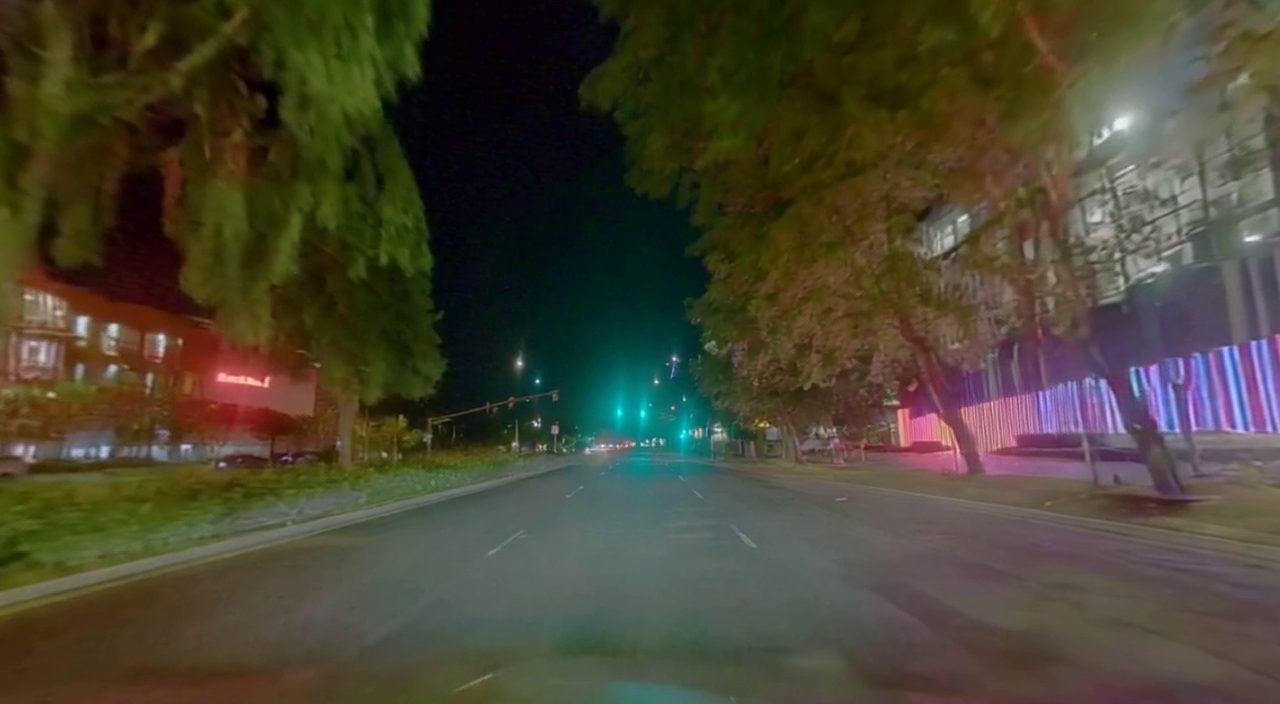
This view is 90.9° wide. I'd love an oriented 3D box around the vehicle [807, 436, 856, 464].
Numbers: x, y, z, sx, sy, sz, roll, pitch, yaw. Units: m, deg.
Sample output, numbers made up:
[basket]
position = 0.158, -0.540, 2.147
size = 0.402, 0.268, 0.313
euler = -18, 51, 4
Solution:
[vehicle]
position = 13.107, 6.749, 43.467
size = 2.028, 1.788, 5.064
euler = -1, -8, 2
